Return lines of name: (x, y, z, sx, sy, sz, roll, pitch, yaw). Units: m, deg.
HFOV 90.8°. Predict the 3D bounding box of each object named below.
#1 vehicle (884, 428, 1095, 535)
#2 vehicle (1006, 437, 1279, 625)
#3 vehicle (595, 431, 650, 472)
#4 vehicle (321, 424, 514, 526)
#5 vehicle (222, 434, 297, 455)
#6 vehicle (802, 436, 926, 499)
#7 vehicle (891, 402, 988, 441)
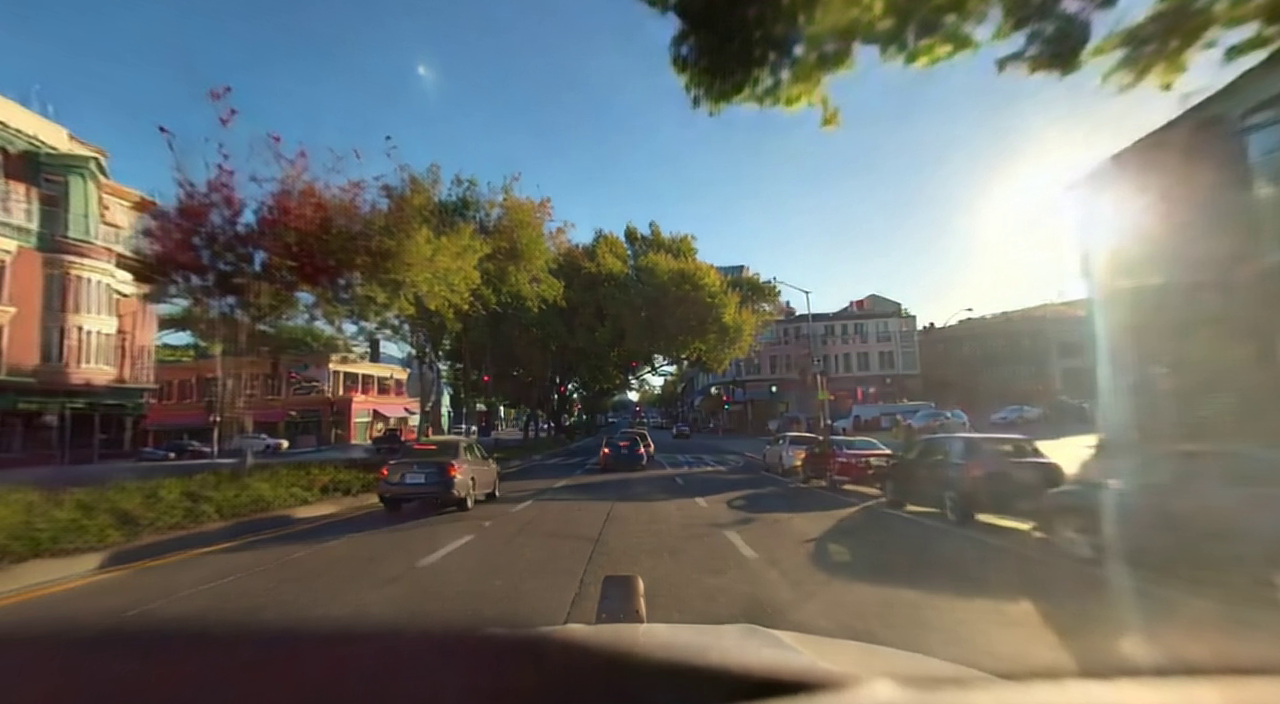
vehicle: (6.121, 2.274, 11.646, 1.877, 1.642, 3.572, 0, -8, 2)
vehicle: (6.114, 1.602, 6.222, 2.089, 1.488, 4.663, 0, -8, -2)
vehicle: (-0.656, 4.048, 25.785, 2.082, 1.520, 3.896, 0, -8, 0)
vehicle: (-3.807, 2.186, 11.803, 1.934, 1.522, 4.464, 0, -8, 1)
vehicle: (-28.374, 6.917, 47.181, 4.453, 1.471, 1.921, -1, -8, 4)
vehicle: (5.986, 3.115, 17.476, 1.959, 1.513, 4.104, 0, -8, 1)
vehicle: (21.322, 4.990, 45.077, 5.756, 2.653, 2.403, 2, -9, -12)
